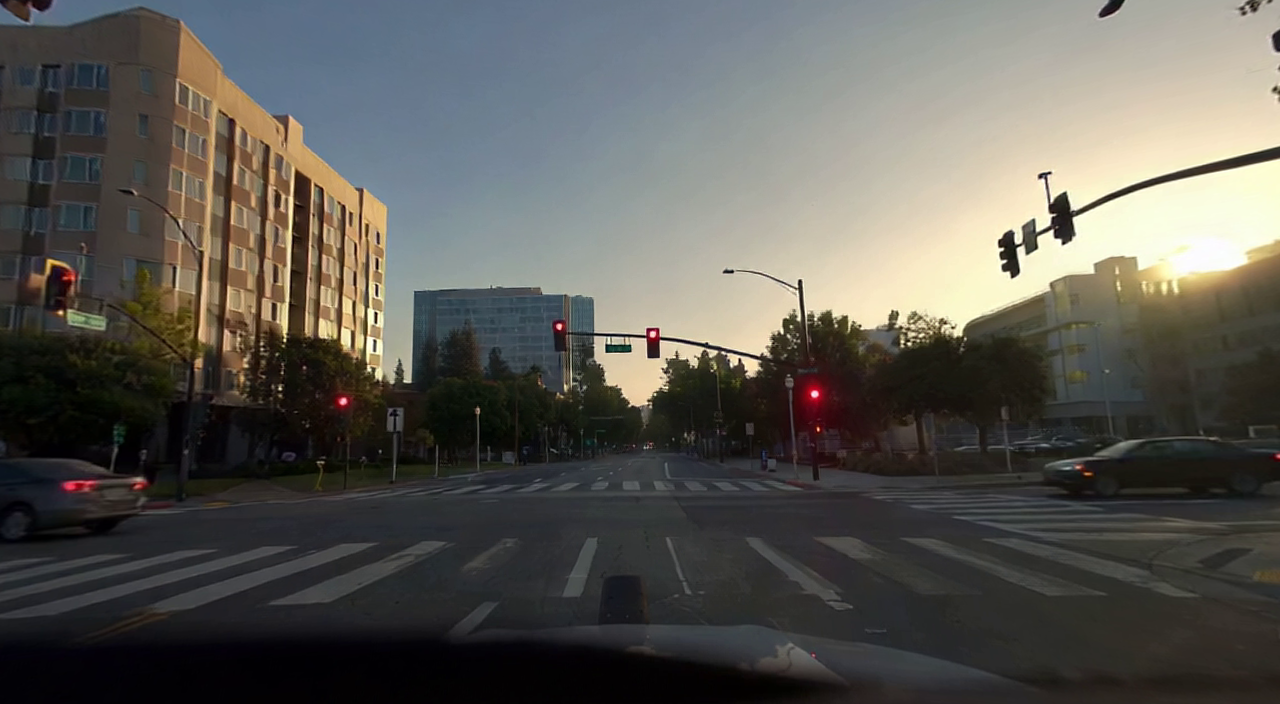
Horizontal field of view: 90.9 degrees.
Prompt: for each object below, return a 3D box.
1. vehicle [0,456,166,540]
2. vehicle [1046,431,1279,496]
[{"bbox_3d":[-13.016,2.956,13.047,4.808,1.524,1.967,0,-8,1],"label":"vehicle"},{"bbox_3d":[13.239,2.745,15.727,4.847,1.484,1.926,0,-8,0],"label":"vehicle"}]
